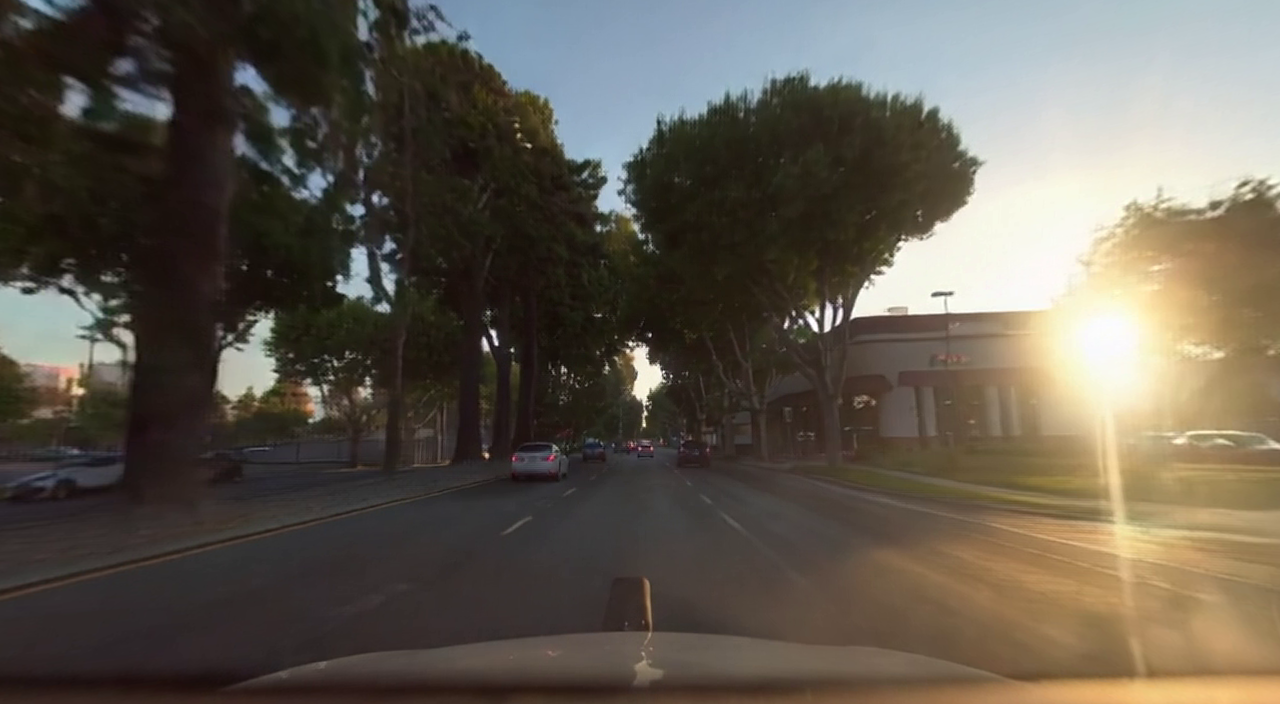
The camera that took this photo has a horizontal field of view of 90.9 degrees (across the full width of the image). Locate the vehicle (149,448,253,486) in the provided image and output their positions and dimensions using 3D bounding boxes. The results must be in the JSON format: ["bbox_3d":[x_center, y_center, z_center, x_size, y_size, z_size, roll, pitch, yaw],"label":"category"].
[{"bbox_3d":[-22.595,5.890,32.688,1.958,1.780,4.479,0,-8,3],"label":"vehicle"}]

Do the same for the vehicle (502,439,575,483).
[{"bbox_3d":[-3.687,4.037,23.669,1.908,1.481,4.536,0,-8,1],"label":"vehicle"}]

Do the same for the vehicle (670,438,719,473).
[{"bbox_3d":[2.585,5.030,30.731,1.922,1.579,3.642,0,-8,-2],"label":"vehicle"}]

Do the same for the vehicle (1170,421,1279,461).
[{"bbox_3d":[26.191,3.894,27.871,1.677,1.591,4.298,-1,-7,-1],"label":"vehicle"}]

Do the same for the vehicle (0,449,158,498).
[{"bbox_3d":[-22.841,4.910,25.982,2.040,1.757,4.730,0,-8,1],"label":"vehicle"}]
